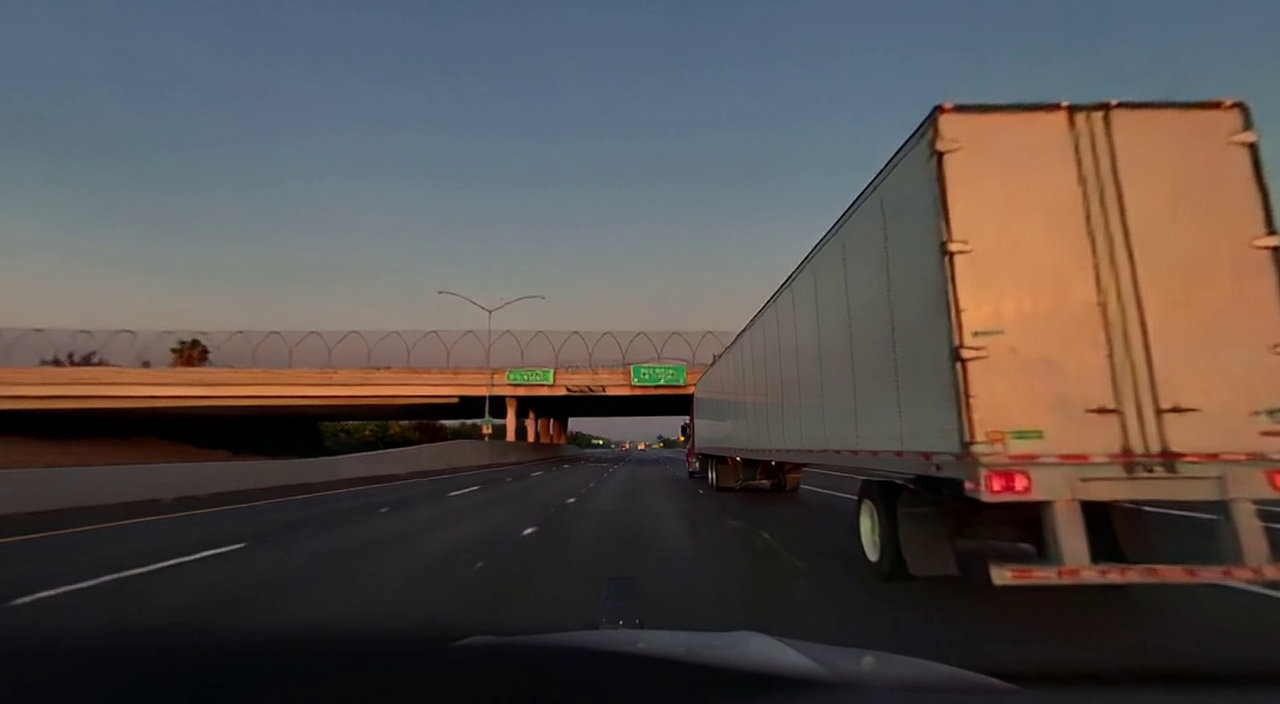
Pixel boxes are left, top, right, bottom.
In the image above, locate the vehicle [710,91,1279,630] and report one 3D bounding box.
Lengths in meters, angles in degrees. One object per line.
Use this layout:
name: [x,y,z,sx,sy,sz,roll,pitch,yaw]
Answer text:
vehicle: [3.830,1.136,12.735,2.949,4.149,16.046,0,-9,0]
